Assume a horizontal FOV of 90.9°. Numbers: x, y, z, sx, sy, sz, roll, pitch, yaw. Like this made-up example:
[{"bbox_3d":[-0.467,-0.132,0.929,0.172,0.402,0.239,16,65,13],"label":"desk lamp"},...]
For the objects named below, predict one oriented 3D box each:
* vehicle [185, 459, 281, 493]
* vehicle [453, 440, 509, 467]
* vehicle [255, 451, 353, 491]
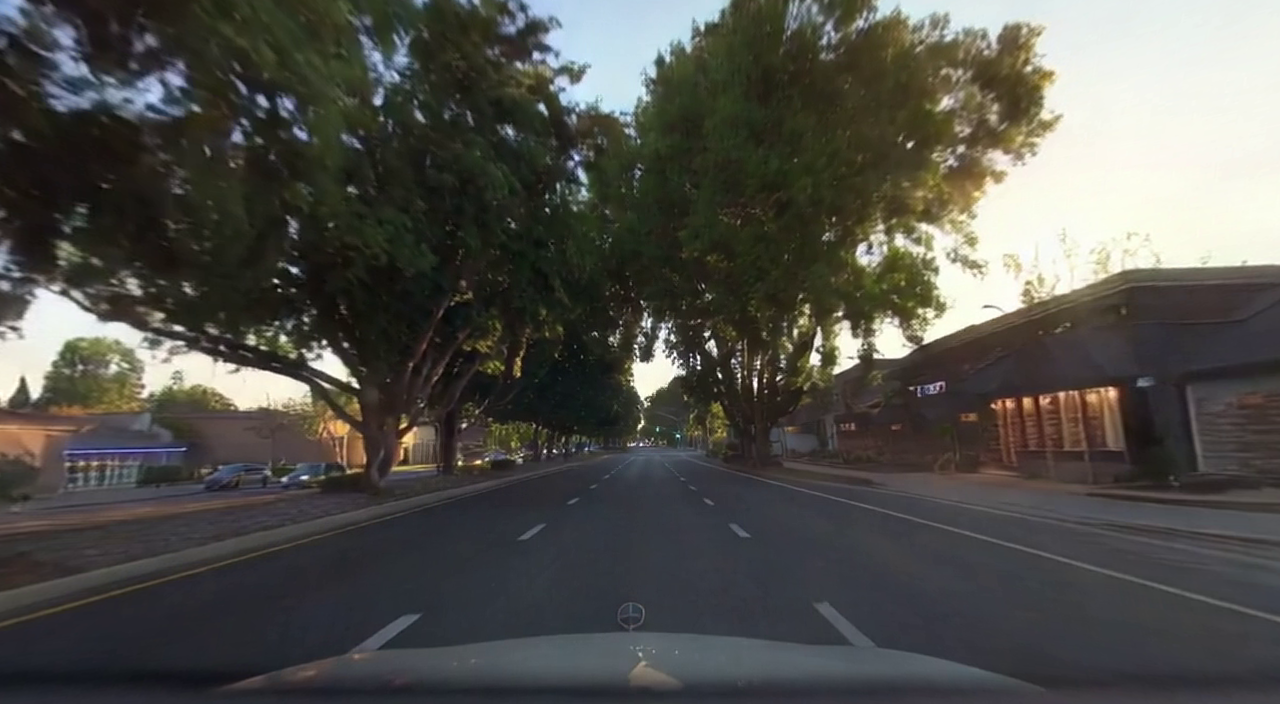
[{"bbox_3d":[-21.684,6.571,33.820,1.881,1.537,4.611,-3,-9,3],"label":"vehicle"},{"bbox_3d":[-11.654,7.472,46.671,2.401,1.892,5.928,-1,-8,2],"label":"vehicle"},{"bbox_3d":[-14.344,5.075,27.239,1.829,1.505,4.275,0,-8,1],"label":"vehicle"}]
